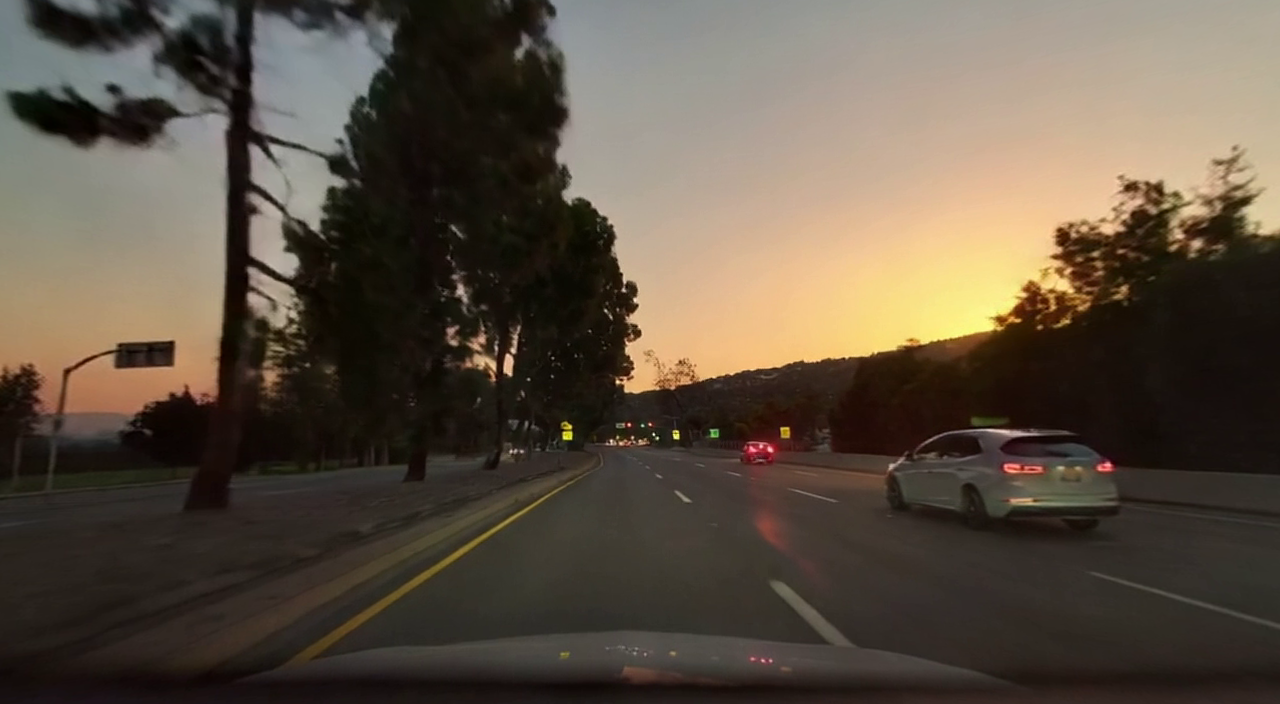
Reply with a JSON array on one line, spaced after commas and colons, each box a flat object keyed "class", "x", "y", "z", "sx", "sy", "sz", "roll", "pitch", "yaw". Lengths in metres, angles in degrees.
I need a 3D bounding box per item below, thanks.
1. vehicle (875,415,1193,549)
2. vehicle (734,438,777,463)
[{"class": "vehicle", "x": 5.881, "y": 1.992, "z": 10.359, "sx": 2.066, "sy": 1.683, "sz": 4.675, "roll": 0, "pitch": -9, "yaw": -2}, {"class": "vehicle", "x": 8.698, "y": 7.474, "z": 47.817, "sx": 2.170, "sy": 1.830, "sz": 4.720, "roll": 0, "pitch": -9, "yaw": -2}]
